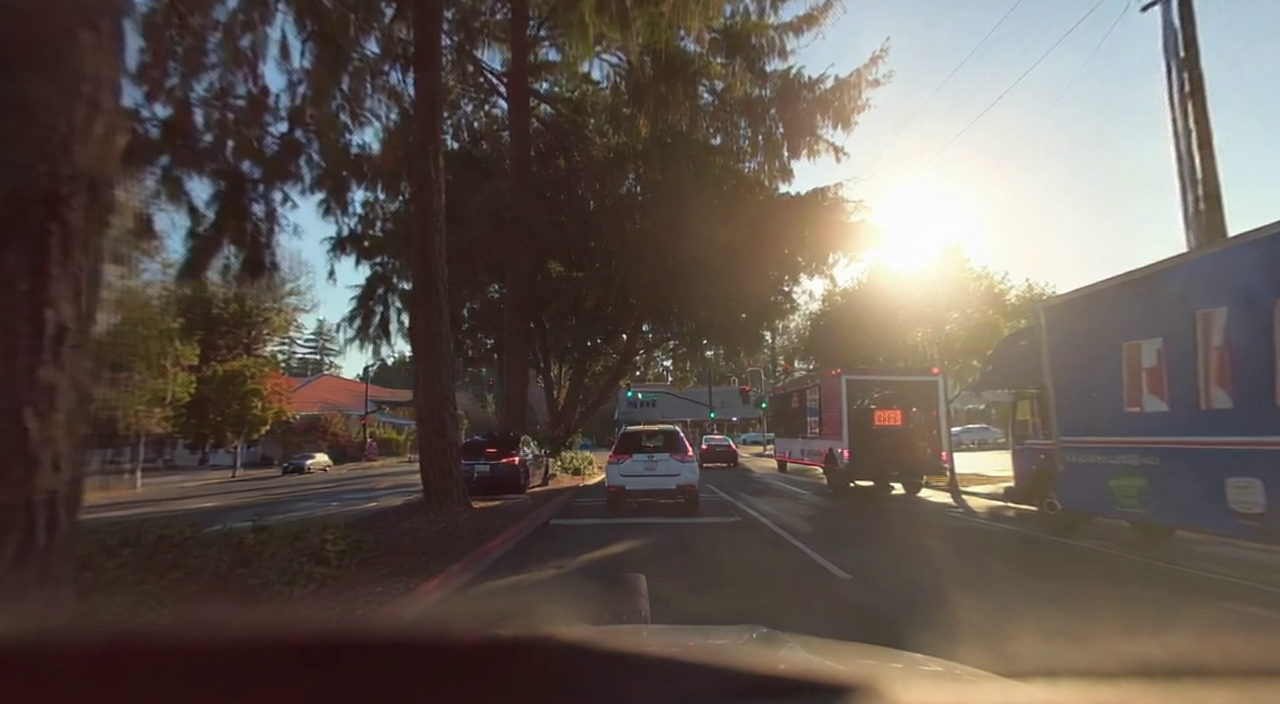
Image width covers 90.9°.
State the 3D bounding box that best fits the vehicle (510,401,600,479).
[{"bbox_3d":[-3.304,3.700,26.536,2.715,2.791,7.171,-1,-8,1],"label":"vehicle"}]

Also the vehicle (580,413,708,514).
[{"bbox_3d":[0.094,2.233,13.002,2.209,1.718,4.008,-1,-8,1],"label":"vehicle"}]

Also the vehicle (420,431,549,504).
[{"bbox_3d":[-3.578,2.739,15.449,2.008,1.500,4.369,-1,-8,1],"label":"vehicle"}]

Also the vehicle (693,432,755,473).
[{"bbox_3d":[3.442,4.214,26.663,2.075,1.540,4.411,-1,-8,1],"label":"vehicle"}]

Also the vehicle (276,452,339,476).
[{"bbox_3d":[-22.639,7.597,43.152,1.824,1.470,4.486,-1,-8,2],"label":"vehicle"}]

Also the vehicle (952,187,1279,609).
[{"bbox_3d":[6.608,0.549,6.332,2.891,3.361,7.843,-1,-8,0],"label":"vehicle"}]

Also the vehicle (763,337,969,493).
[{"bbox_3d":[6.695,2.331,21.138,2.816,3.804,10.315,-3,-8,-1],"label":"vehicle"}]
